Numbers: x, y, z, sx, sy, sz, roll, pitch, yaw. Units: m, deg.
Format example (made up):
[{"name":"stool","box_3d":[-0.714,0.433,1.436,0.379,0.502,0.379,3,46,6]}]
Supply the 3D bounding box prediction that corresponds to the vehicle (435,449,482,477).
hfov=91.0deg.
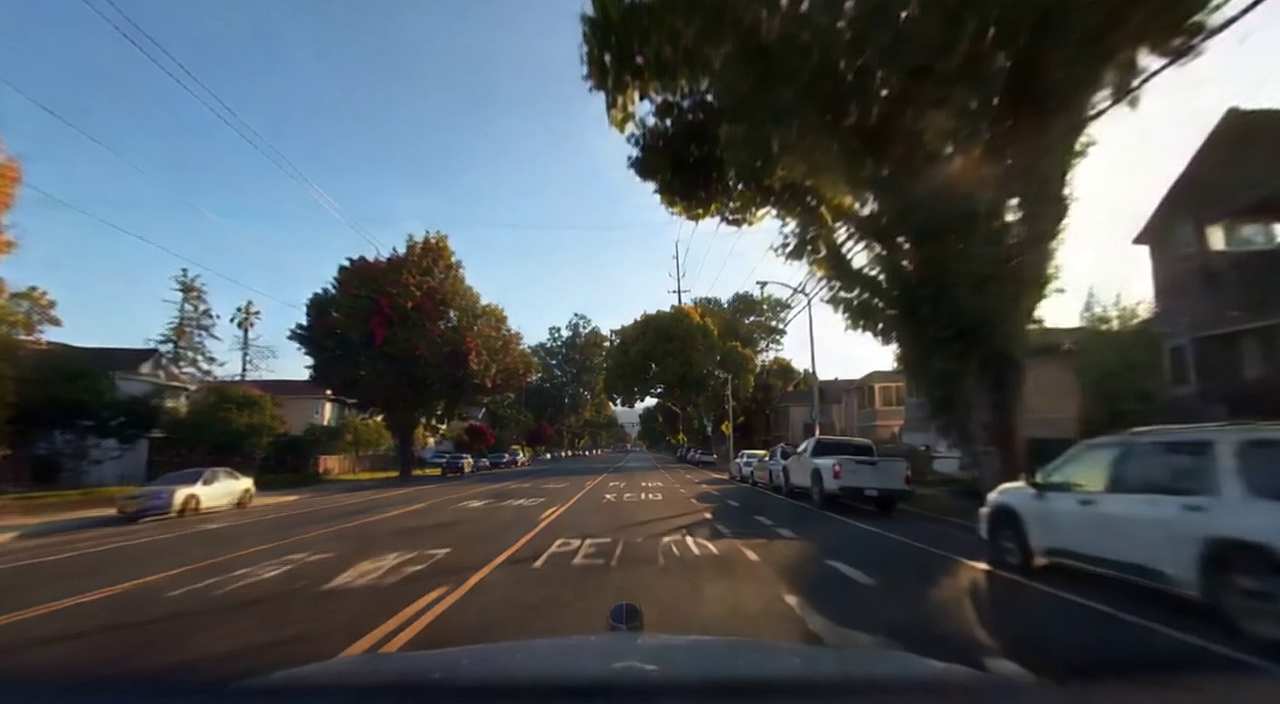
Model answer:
[{"name":"vehicle","box_3d":[-12.321,7.572,43.030,1.999,1.650,4.381,-3,-9,-2]}]

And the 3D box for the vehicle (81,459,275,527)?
[{"name":"vehicle","box_3d":[-12.168,3.702,17.024,1.865,1.479,4.325,0,-8,2]}]

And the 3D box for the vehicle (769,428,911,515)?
[{"name":"vehicle","box_3d":[4.980,3.047,16.545,2.123,1.928,4.752,0,-9,-1]}]

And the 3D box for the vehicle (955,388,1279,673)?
[{"name":"vehicle","box_3d":[5.220,1.430,5.852,2.033,1.845,4.940,0,-9,0]}]

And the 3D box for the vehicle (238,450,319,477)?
[{"name":"vehicle","box_3d":[-22.223,6.875,38.788,3.745,1.598,1.927,1,-9,-4]}]
